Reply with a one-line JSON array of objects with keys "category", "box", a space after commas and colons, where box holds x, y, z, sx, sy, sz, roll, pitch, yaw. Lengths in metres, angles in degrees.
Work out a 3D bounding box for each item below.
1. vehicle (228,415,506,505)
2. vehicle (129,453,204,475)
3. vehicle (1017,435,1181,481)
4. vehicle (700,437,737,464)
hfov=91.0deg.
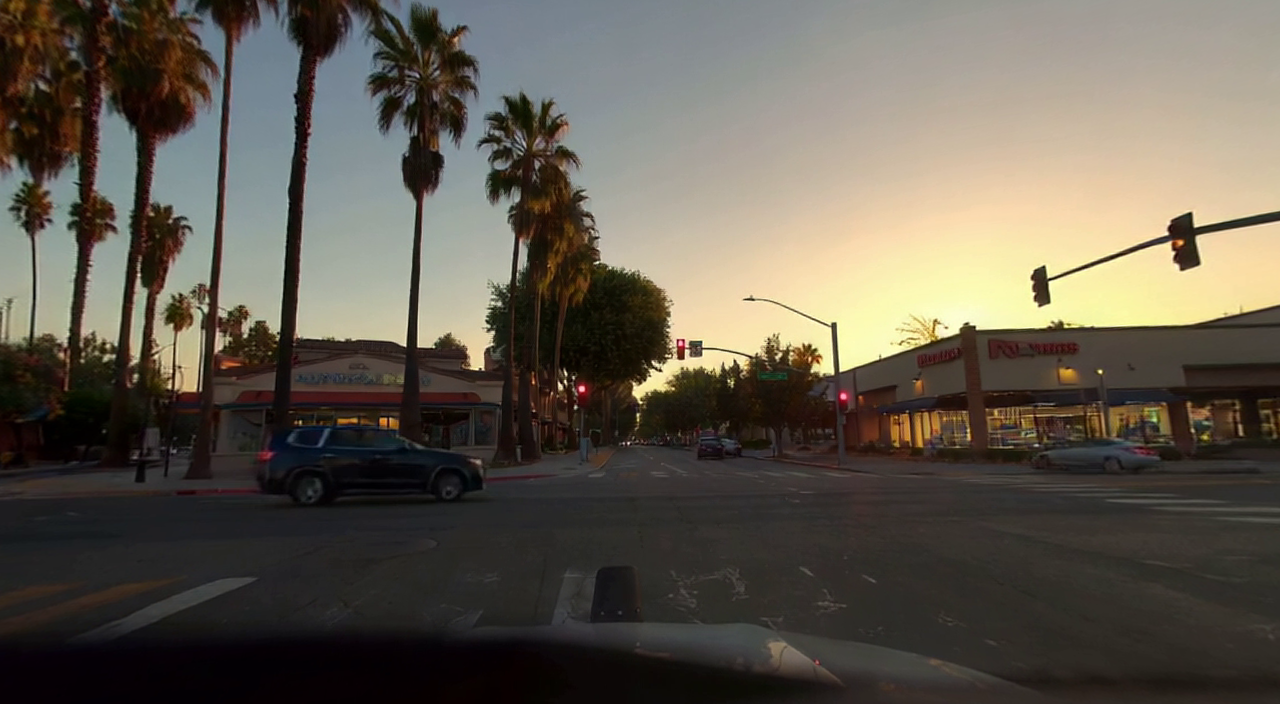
[{"category": "vehicle", "box": [-6.307, 2.578, 15.251, 5.619, 1.951, 2.321, 1, -8, -3]}, {"category": "vehicle", "box": [-37.241, 8.815, 49.657, 2.160, 1.565, 4.868, 0, -8, -1]}, {"category": "vehicle", "box": [18.089, 4.183, 25.089, 4.722, 1.717, 2.000, -2, -9, 14]}, {"category": "vehicle", "box": [5.166, 6.404, 41.161, 1.999, 1.653, 4.603, -2, -9, 11]}]
